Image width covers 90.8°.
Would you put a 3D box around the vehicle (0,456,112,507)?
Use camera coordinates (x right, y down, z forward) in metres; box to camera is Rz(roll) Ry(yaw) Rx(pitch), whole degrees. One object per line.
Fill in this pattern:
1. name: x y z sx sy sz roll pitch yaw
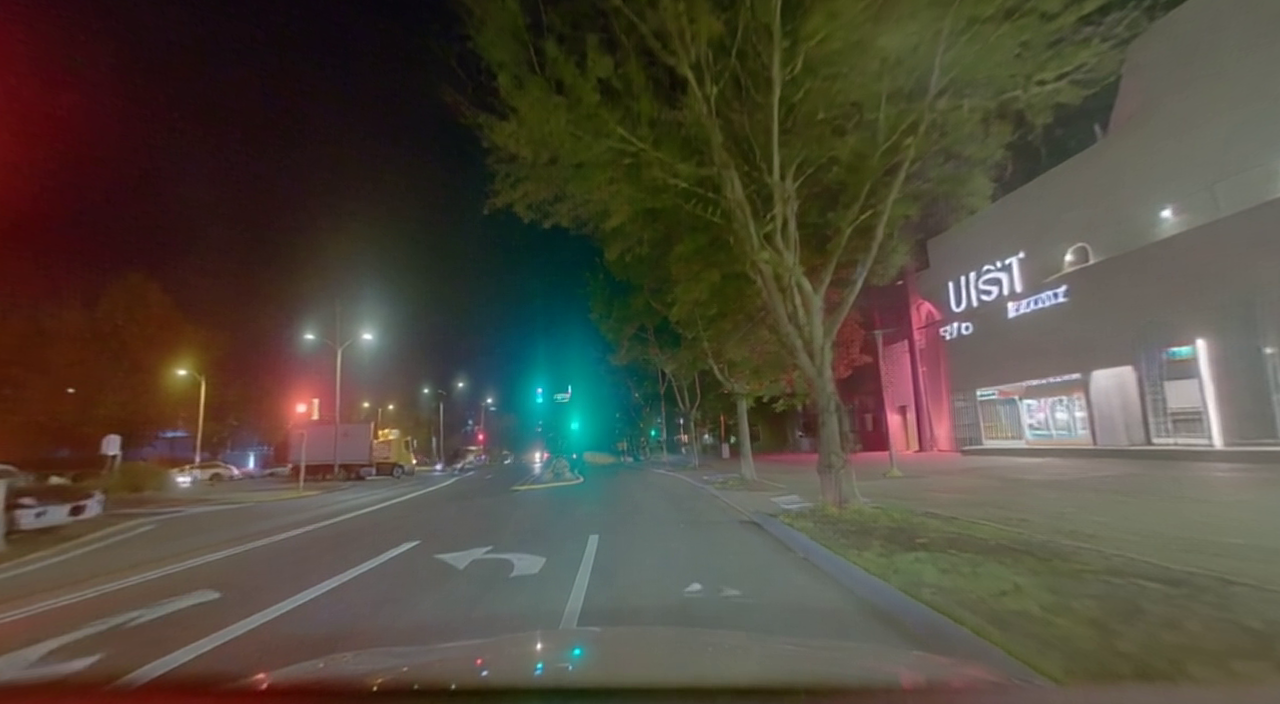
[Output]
1. vehicle: -23.738 4.923 24.368 2.025 1.756 4.749 -2 -9 15

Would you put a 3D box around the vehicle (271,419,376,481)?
1. vehicle: -21.873 6.841 44.104 3.045 3.961 6.104 -2 -9 15

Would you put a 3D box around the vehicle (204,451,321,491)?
1. vehicle: -18.287 5.742 30.903 2.101 1.721 4.587 -3 -9 17
